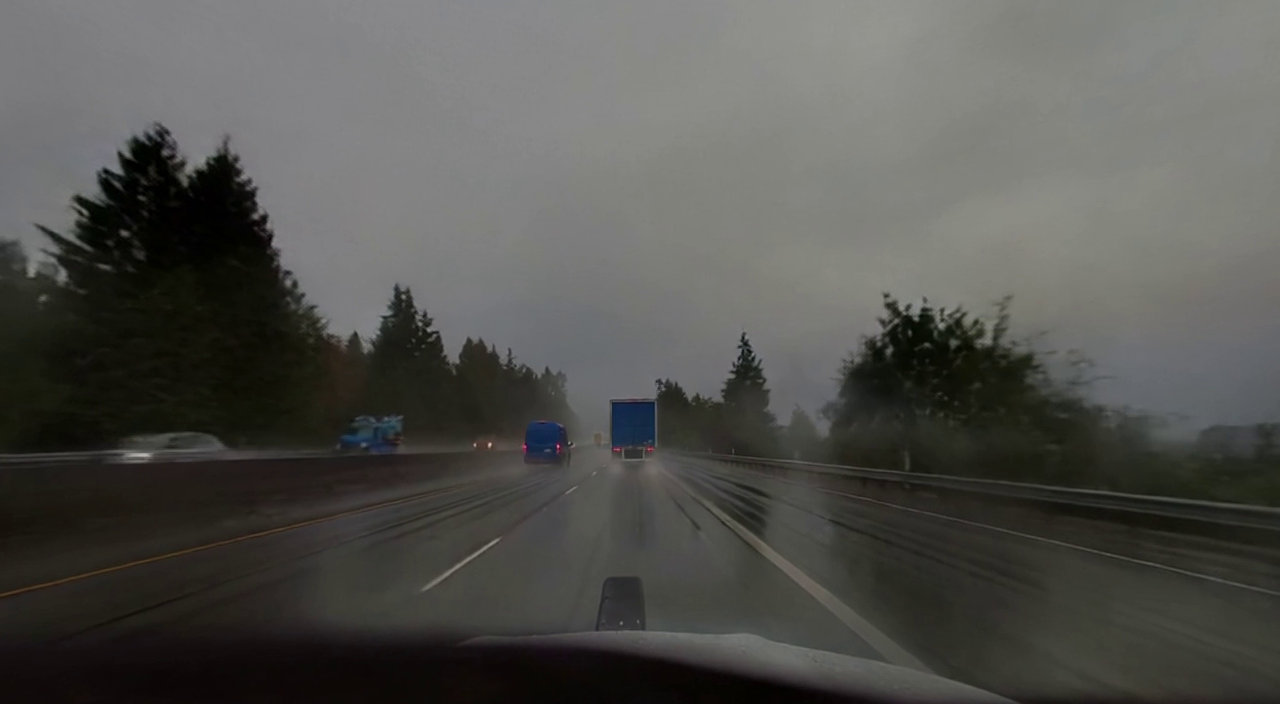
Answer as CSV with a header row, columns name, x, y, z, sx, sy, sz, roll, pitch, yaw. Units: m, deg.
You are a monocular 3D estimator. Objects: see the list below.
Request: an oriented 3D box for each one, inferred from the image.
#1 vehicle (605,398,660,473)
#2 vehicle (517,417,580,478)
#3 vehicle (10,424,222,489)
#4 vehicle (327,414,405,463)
name,x,y,z,sx,sy,sz,roll,pitch,yaw
vehicle,-0.469,5.332,39.536,2.995,4.036,10.311,0,-9,-1
vehicle,-4.475,4.859,32.078,2.357,2.786,6.144,0,-9,-1
vehicle,-13.372,2.713,16.542,1.897,1.471,4.275,0,-9,0
vehicle,-17.914,5.761,41.729,2.450,2.949,5.978,0,-9,0
